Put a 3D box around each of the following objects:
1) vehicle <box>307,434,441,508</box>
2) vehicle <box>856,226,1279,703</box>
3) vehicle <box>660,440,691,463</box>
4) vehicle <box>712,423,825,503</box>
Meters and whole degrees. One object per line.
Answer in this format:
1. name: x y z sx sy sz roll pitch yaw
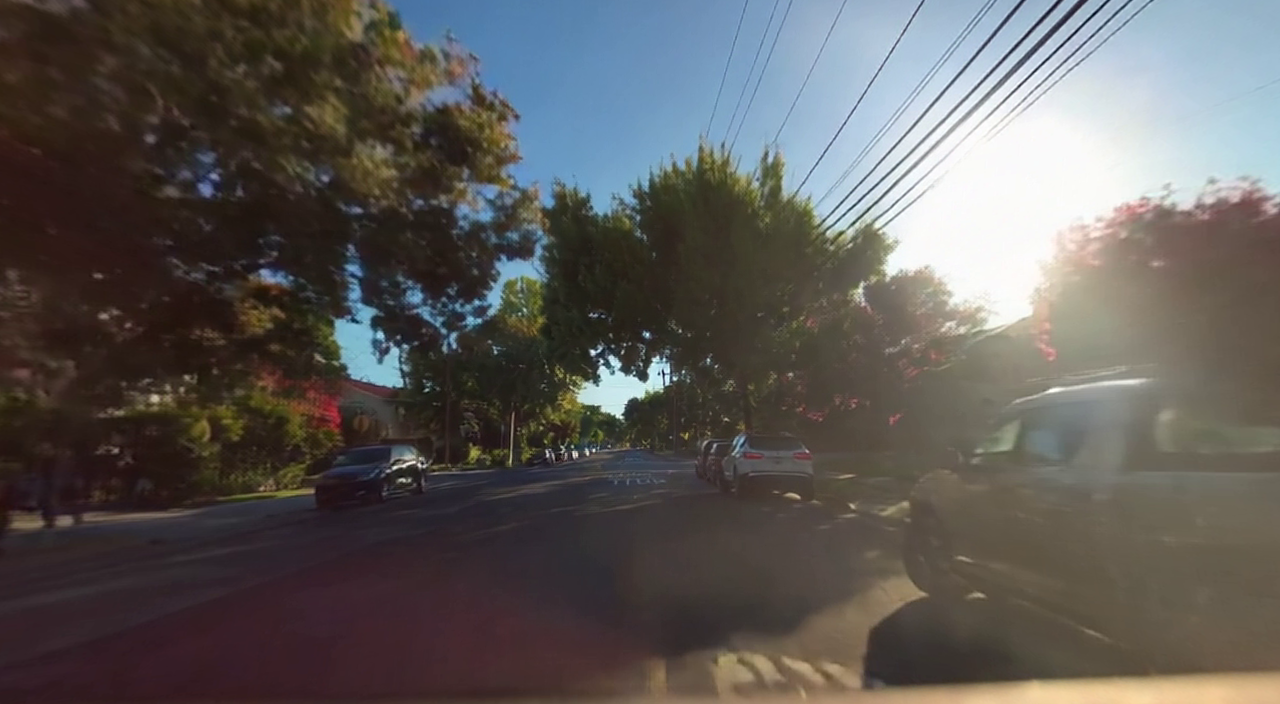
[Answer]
1. vehicle: -7.351 3.398 17.992 1.980 1.664 4.342 -5 -11 -1
2. vehicle: 3.406 0.794 3.807 2.111 2.054 5.748 0 -9 -1
3. vehicle: 2.755 7.858 49.951 2.114 1.708 4.474 0 -8 -1
4. vehicle: 3.144 2.835 16.490 1.993 1.778 4.311 0 -9 -1
